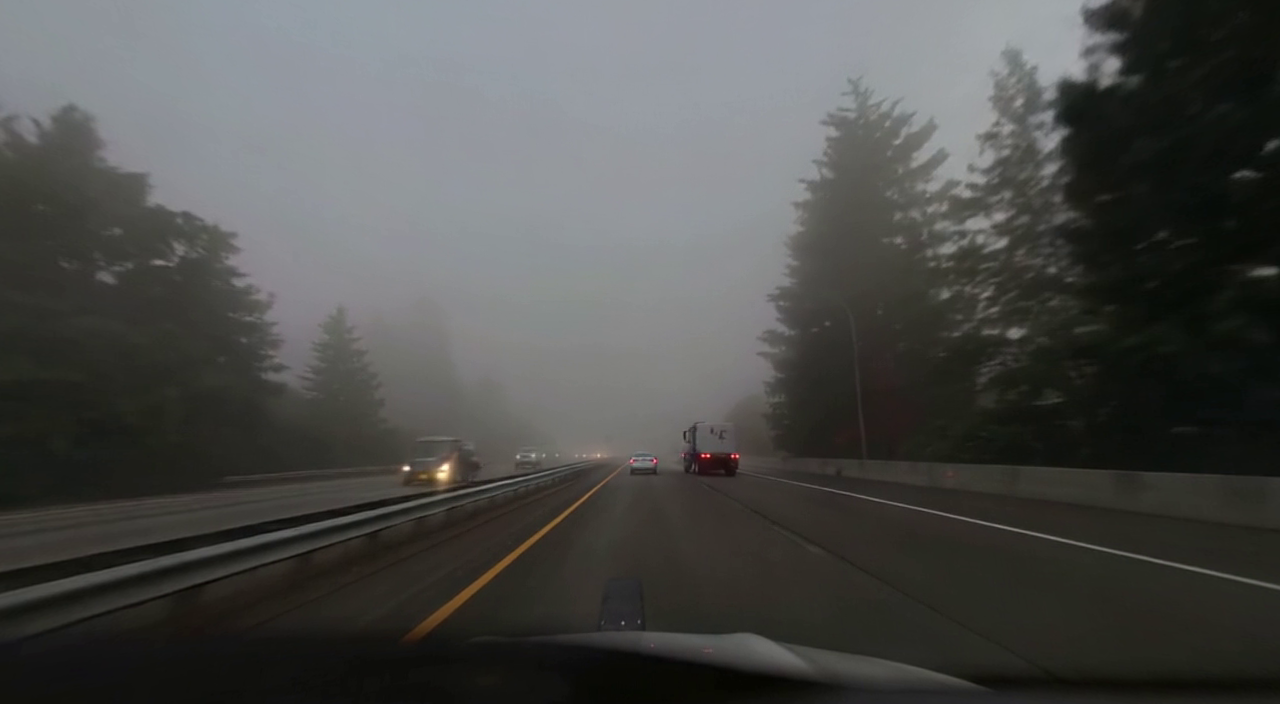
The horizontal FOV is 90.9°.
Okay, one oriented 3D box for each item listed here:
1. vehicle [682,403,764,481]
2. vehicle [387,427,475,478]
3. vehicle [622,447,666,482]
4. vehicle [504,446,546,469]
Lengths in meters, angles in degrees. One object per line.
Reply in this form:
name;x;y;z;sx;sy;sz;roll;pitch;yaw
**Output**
vehicle;4.340;5.223;36.061;2.885;3.679;12.102;0;-9;-1
vehicle;-7.806;3.825;23.999;1.952;1.755;4.079;-1;-9;0
vehicle;0.181;5.218;29.517;1.939;1.495;3.612;-1;-9;0
vehicle;-7.943;7.365;43.980;2.039;1.492;4.464;-1;-9;1
